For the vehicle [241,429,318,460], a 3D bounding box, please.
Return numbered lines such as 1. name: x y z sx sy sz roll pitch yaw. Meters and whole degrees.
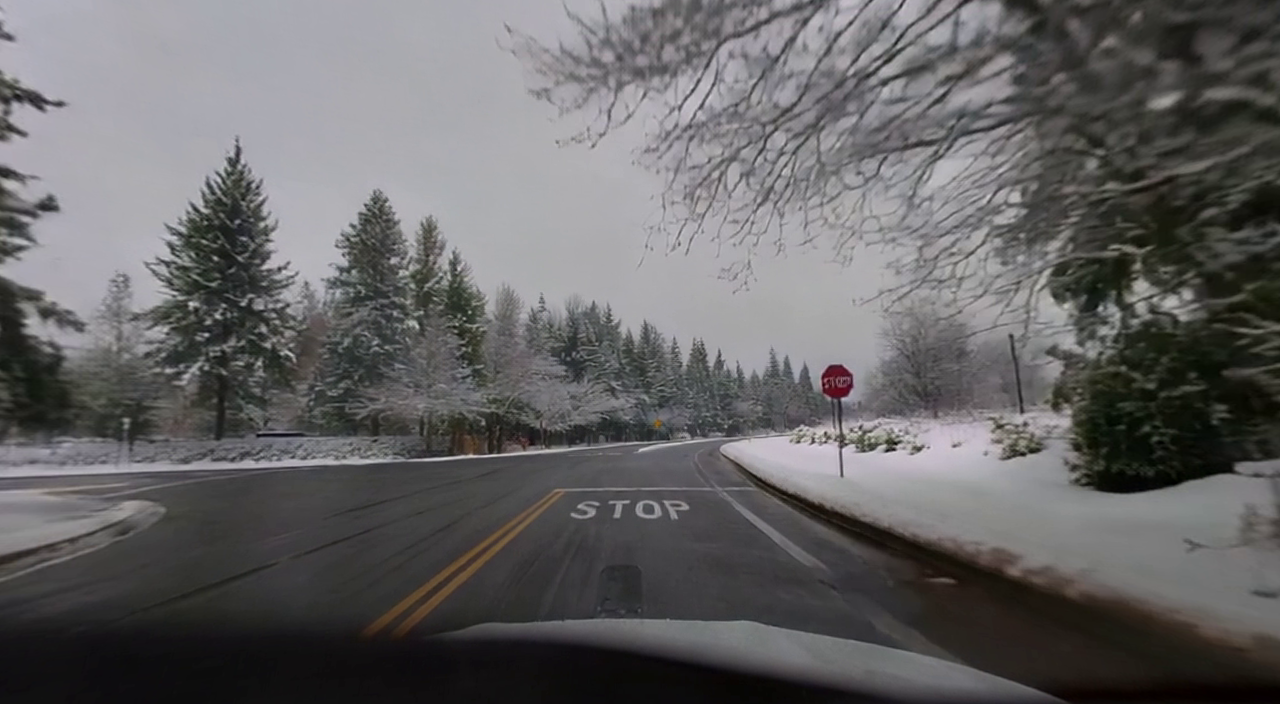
1. vehicle: -27.292 7.020 47.886 4.733 1.892 1.939 -4 -4 3
